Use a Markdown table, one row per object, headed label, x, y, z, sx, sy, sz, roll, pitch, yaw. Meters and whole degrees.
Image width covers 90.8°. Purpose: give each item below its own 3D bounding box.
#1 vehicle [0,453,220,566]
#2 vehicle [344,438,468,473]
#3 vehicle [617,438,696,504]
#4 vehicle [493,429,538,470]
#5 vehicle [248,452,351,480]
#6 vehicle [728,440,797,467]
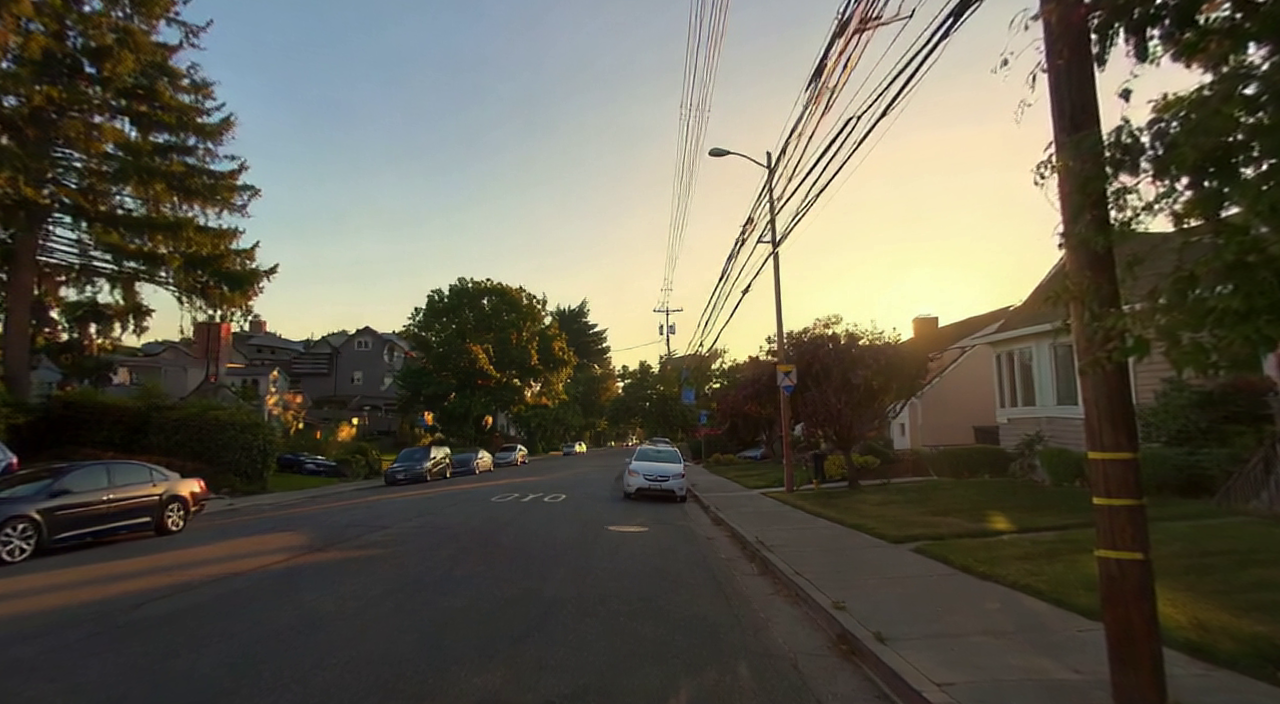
| label | x | y | z | sx | sy | sz | roll | pitch | yaw |
| --- | --- | --- | --- | --- | --- | --- | --- | --- | --- |
| vehicle | -9.495 | 2.425 | 10.394 | 1.968 | 1.449 | 4.502 | 0 | -9 | 2 |
| vehicle | -13.978 | 6.208 | 38.051 | 6.488 | 2.009 | 2.354 | 0 | -9 | 1 |
| vehicle | 0.469 | 3.134 | 16.987 | 1.908 | 1.572 | 3.105 | 0 | -9 | 2 |
| vehicle | -9.447 | 7.460 | 48.539 | 2.199 | 2.902 | 5.848 | 0 | -8 | 1 |
| vehicle | -18.206 | 6.100 | 33.935 | 4.481 | 1.420 | 1.712 | 1 | -9 | -3 |
| vehicle | 7.857 | 6.518 | 40.711 | 4.075 | 1.674 | 1.811 | 0 | -9 | 0 |
